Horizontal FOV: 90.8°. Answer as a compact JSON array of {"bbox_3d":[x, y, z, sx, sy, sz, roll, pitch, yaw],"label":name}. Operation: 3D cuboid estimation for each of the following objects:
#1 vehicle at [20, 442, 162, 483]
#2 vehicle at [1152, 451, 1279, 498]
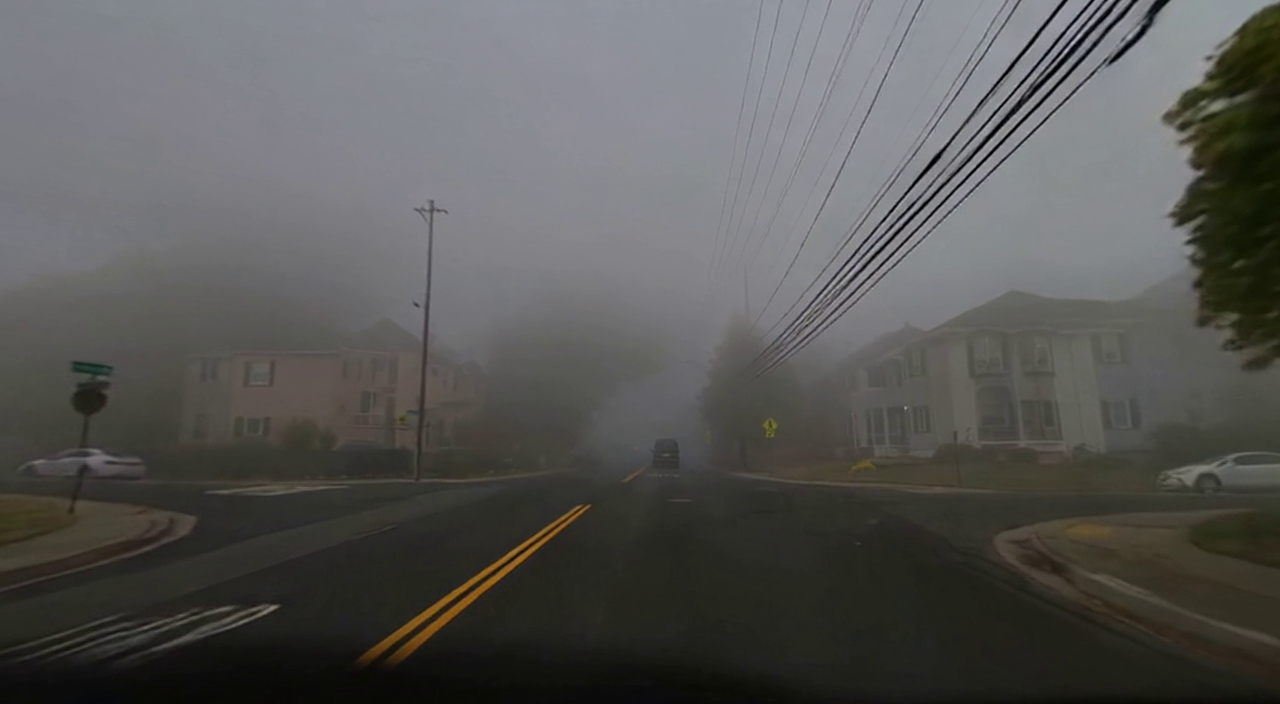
[{"bbox_3d":[-22.340,4.482,25.846,3.918,1.577,1.972,0,-8,-1],"label":"vehicle"},{"bbox_3d":[20.962,4.233,22.033,4.322,1.499,1.927,-1,-9,7],"label":"vehicle"}]
